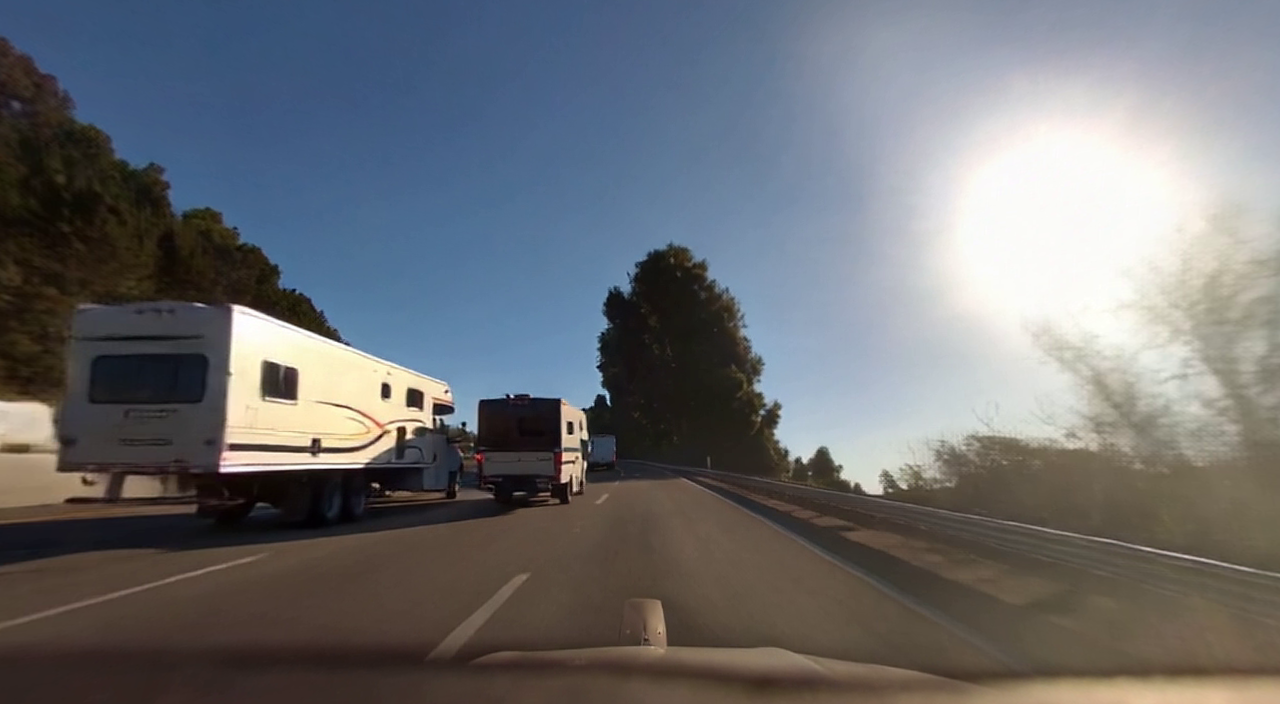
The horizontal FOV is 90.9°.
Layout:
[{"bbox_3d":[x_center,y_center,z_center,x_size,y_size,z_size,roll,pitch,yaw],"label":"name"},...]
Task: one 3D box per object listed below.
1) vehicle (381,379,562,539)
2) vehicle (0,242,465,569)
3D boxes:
[{"bbox_3d":[-2.974,2.025,12.206,2.331,2.583,3.743,-1,-9,2],"label":"vehicle"},{"bbox_3d":[-7.631,1.687,14.885,2.929,4.010,14.446,0,-9,0],"label":"vehicle"}]
